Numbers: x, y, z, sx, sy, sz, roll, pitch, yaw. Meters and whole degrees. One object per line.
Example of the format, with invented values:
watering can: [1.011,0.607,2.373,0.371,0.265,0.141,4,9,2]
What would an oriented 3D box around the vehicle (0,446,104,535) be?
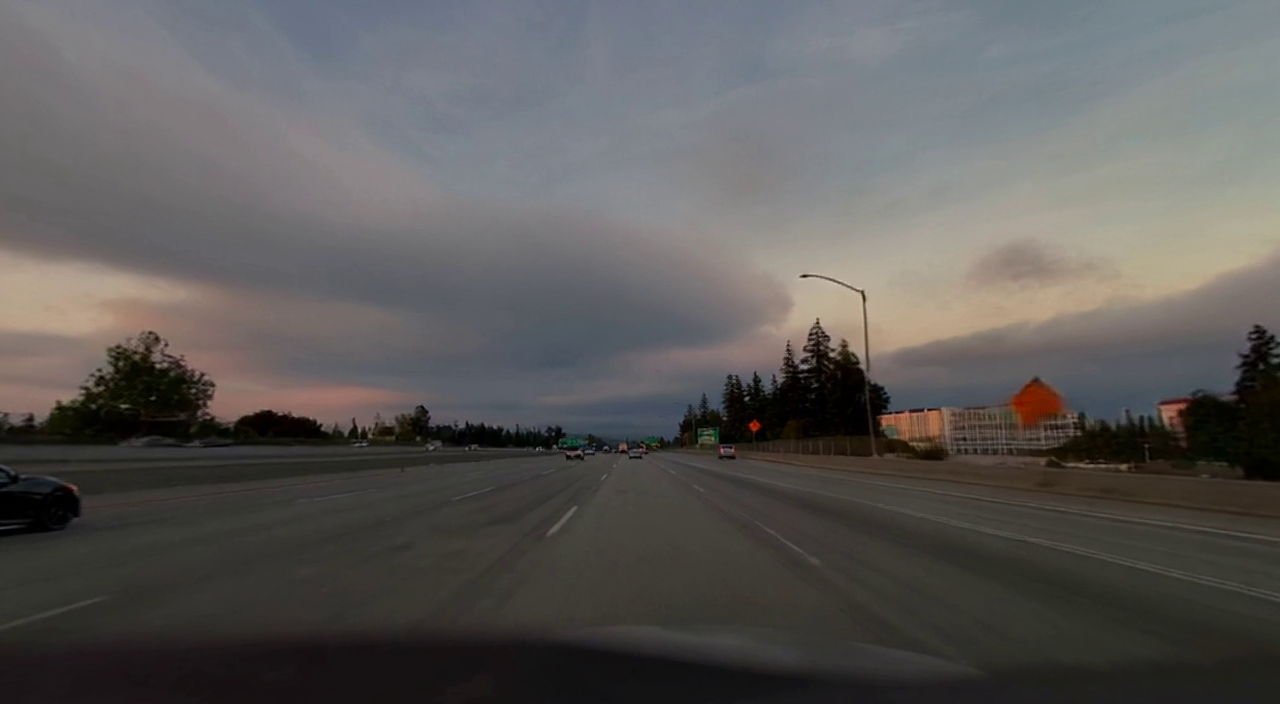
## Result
vehicle: [-11.219,2.173,9.687,1.983,1.381,4.464,-1,-8,2]
